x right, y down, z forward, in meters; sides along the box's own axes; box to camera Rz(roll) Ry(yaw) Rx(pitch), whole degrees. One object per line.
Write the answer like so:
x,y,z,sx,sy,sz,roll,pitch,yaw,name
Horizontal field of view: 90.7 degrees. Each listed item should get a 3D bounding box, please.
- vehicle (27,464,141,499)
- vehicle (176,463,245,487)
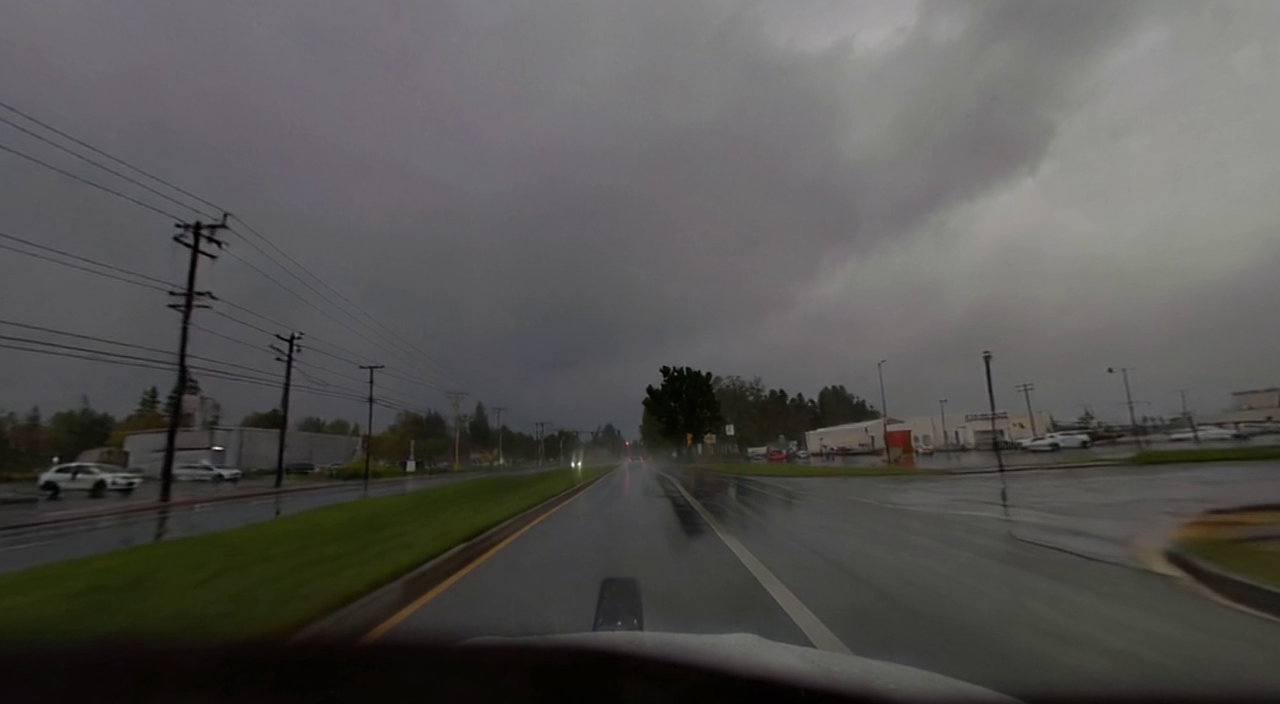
-27.612,6.414,31.644,1.808,1.441,4.386,-1,-9,-1,vehicle
-32.881,9.372,48.471,3.976,1.504,1.896,-3,-7,1,vehicle
